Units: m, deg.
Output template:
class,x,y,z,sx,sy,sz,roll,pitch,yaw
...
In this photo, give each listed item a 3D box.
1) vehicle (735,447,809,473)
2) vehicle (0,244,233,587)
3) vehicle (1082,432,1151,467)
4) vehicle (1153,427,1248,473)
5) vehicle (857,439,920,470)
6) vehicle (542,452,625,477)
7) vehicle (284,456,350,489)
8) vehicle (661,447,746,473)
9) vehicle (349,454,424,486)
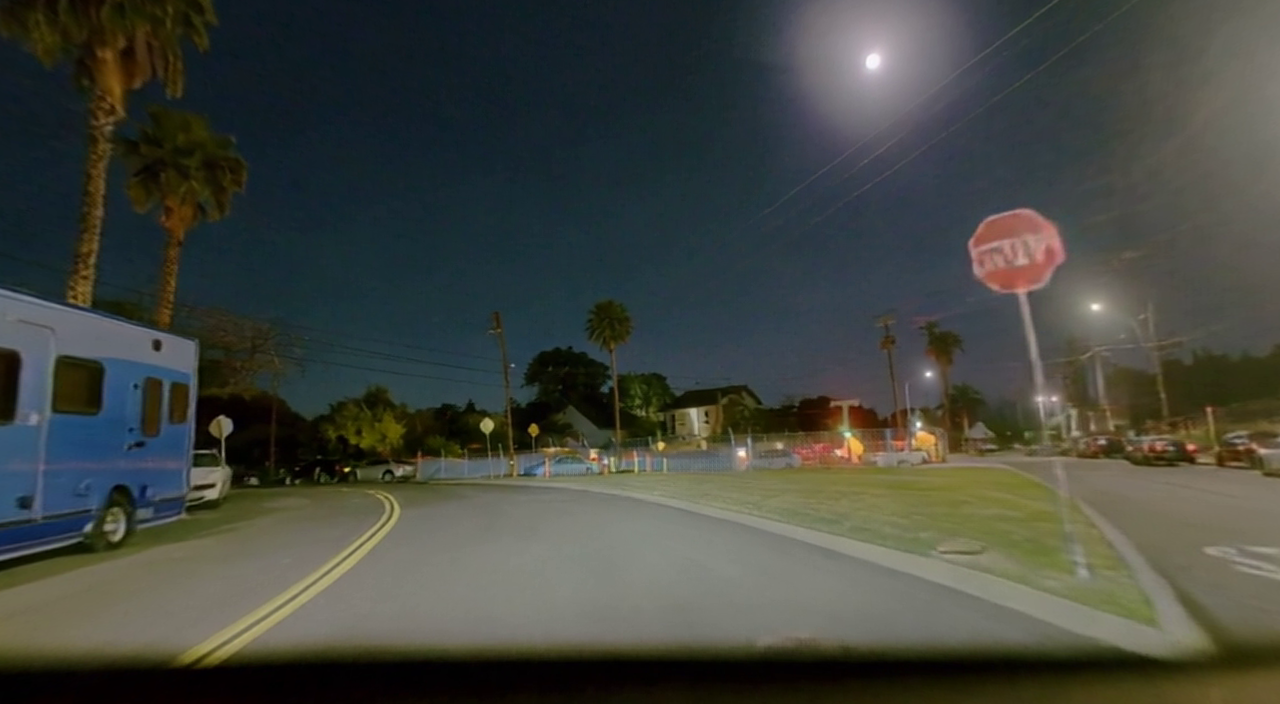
class,x,y,z,sx,sy,sz,roll,pitch,yaw
vehicle,8.658,7.033,41.336,4.461,1.417,1.781,2,-5,-21
vehicle,-8.546,0.682,6.573,3.216,3.720,11.364,1,-6,-12
vehicle,31.180,6.335,41.518,2.094,1.992,4.941,-3,-6,19
vehicle,26.790,4.628,30.402,1.974,1.894,4.810,-3,-6,24
vehicle,18.540,7.562,47.012,4.994,1.898,2.267,4,-7,-41
vehicle,-3.434,6.991,39.229,4.966,1.377,1.739,0,-6,1
vehicle,-23.356,8.656,45.602,4.844,1.974,2.092,-5,-7,33
vehicle,3.970,6.783,39.769,4.952,1.472,1.837,2,-7,-13
vehicle,-16.795,7.791,41.850,4.586,1.784,1.890,-3,-6,25
